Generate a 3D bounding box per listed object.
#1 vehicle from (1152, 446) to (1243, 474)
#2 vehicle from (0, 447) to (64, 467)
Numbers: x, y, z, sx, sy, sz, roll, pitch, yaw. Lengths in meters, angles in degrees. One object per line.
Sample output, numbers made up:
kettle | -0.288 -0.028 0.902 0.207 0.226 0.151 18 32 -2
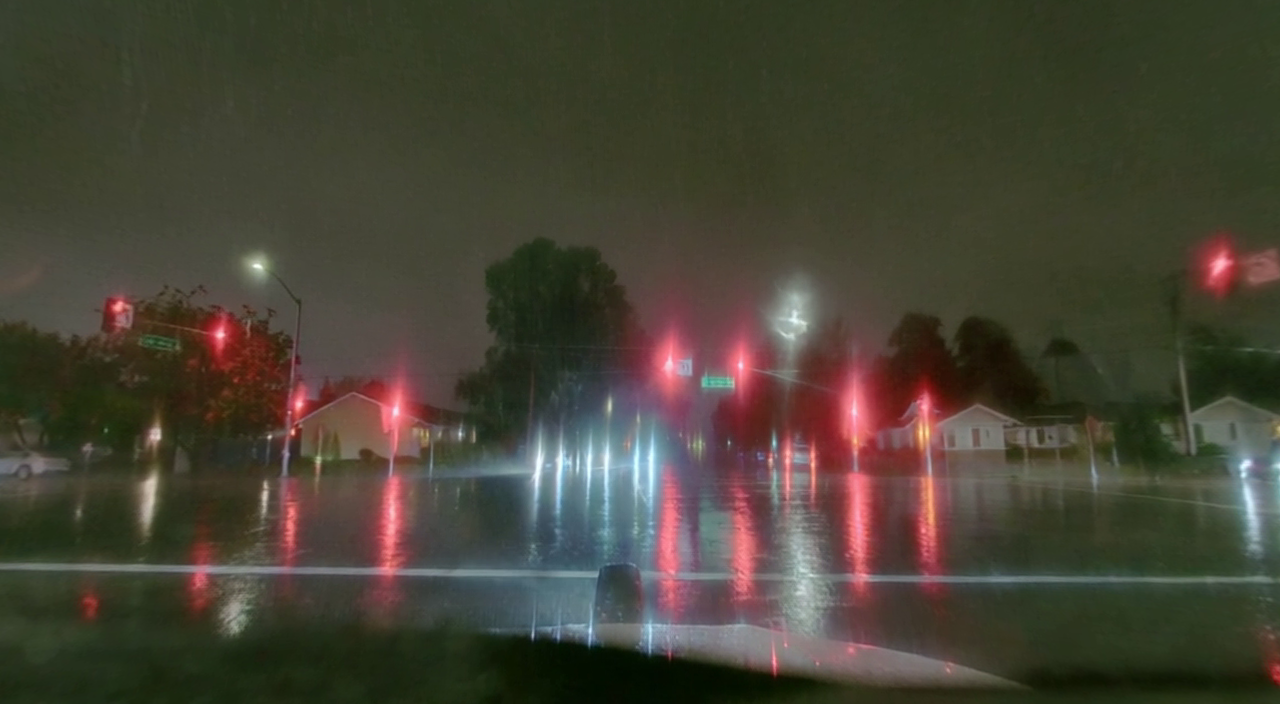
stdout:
vehicle | 36.783 7.097 41.870 1.853 1.723 4.460 0 -9 -1
vehicle | -44.280 7.522 45.396 3.949 1.422 1.744 0 -9 1
